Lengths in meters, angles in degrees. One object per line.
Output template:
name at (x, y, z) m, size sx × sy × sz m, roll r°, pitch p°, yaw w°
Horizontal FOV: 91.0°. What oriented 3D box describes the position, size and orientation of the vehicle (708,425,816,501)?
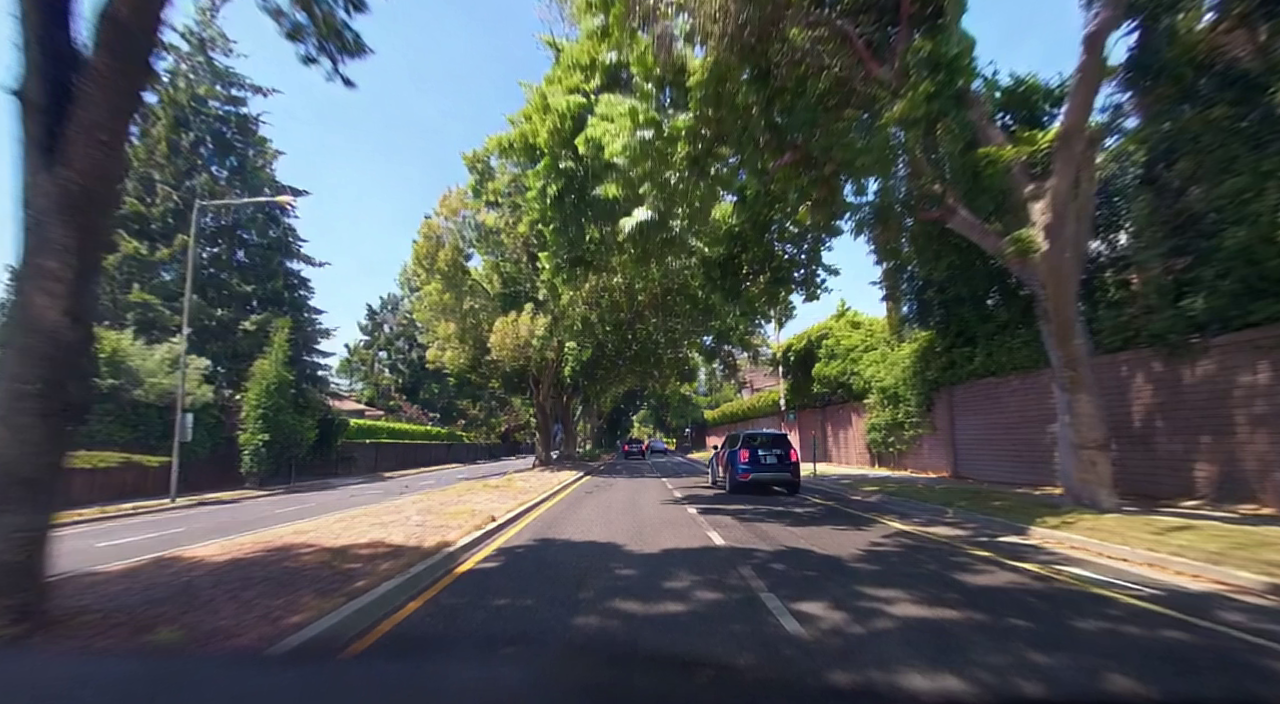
vehicle at (2.991, 2.830, 16.432) m, size 1.840 × 1.709 × 4.202 m, roll 0°, pitch -8°, yaw -2°
